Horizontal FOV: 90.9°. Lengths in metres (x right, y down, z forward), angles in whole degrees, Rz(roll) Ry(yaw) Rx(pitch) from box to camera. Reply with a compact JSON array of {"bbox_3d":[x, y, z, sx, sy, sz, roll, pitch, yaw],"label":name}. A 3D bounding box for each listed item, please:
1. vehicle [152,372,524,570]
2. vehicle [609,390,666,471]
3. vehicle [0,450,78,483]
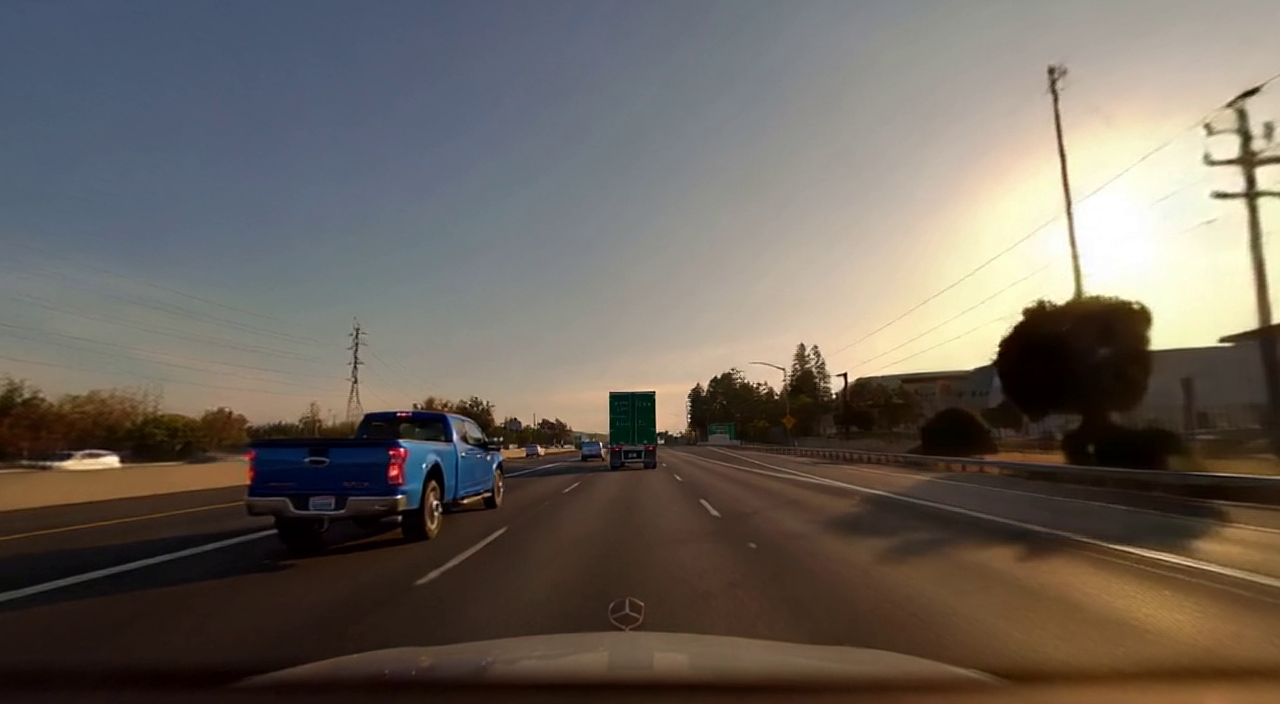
[{"bbox_3d":[-3.889,1.762,10.198,2.749,2.141,6.515,0,-8,0],"label":"vehicle"},{"bbox_3d":[-0.141,4.914,38.559,2.879,4.085,13.125,0,-8,0],"label":"vehicle"},{"bbox_3d":[-33.652,6.154,34.081,1.841,1.605,5.098,0,-8,1],"label":"vehicle"}]
